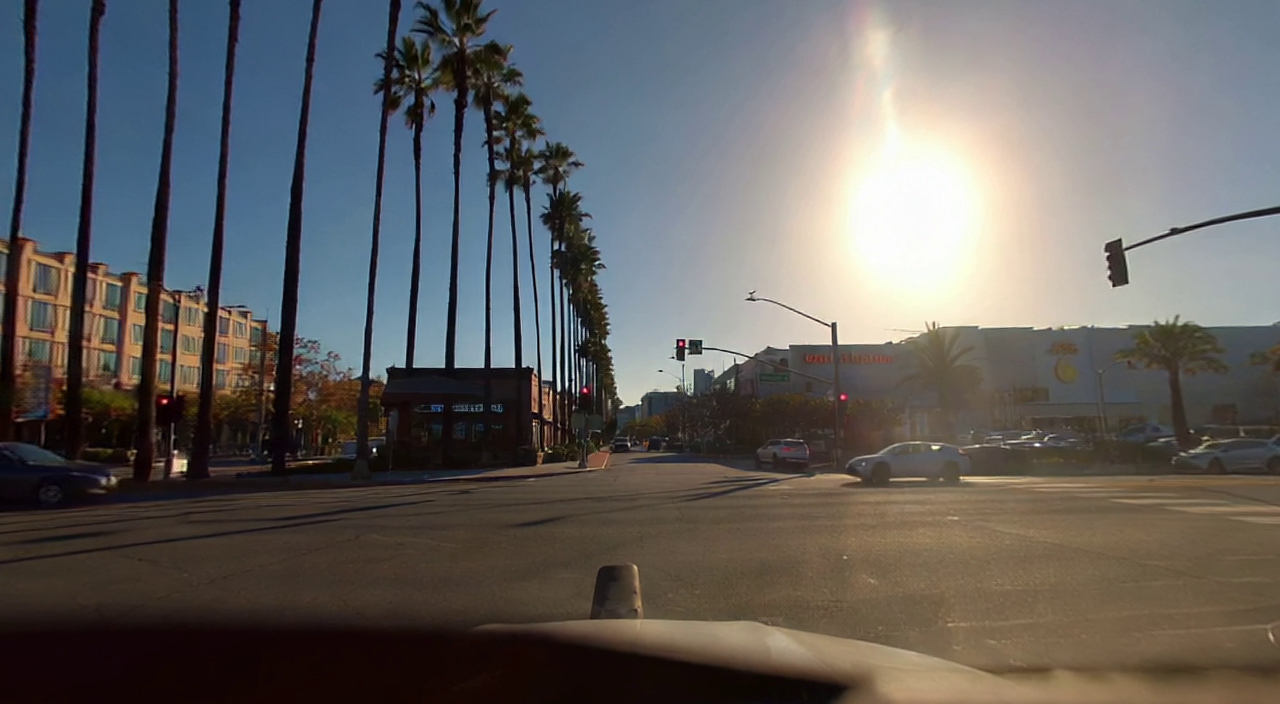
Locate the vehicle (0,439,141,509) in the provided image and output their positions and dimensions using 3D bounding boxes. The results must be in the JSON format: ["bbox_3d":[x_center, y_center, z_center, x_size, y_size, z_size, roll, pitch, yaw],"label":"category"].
[{"bbox_3d":[-15.982,3.054,16.003,4.603,1.653,1.999,2,-9,-14],"label":"vehicle"}]

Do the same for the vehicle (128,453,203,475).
[{"bbox_3d":[-37.199,8.802,49.560,2.160,1.565,4.868,0,-8,-1],"label":"vehicle"}]

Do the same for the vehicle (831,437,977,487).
[{"bbox_3d":[8.698,3.622,20.909,4.035,1.512,1.828,2,-9,-10],"label":"vehicle"}]

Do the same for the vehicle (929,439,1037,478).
[{"bbox_3d":[14.706,4.561,27.269,3.826,1.572,1.890,-3,-9,22],"label":"vehicle"}]

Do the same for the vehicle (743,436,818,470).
[{"bbox_3d":[7.493,5.436,34.064,1.867,1.653,4.596,3,-9,-18],"label":"vehicle"}]
